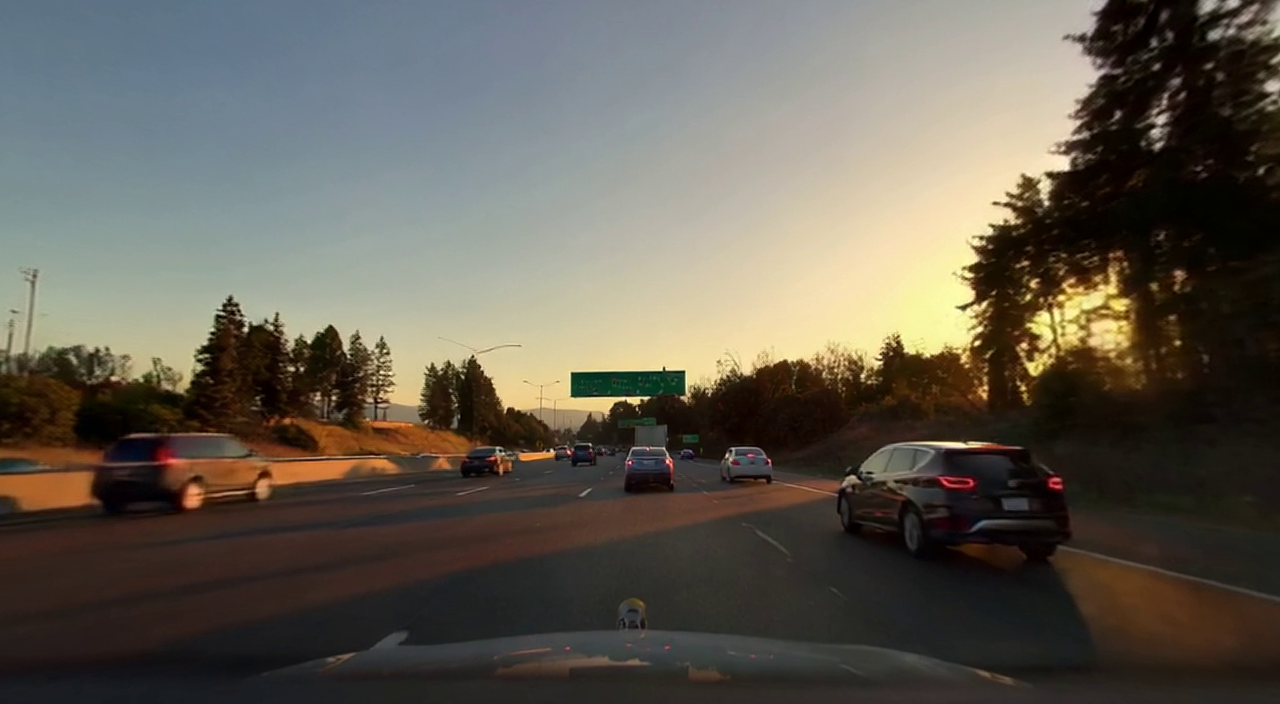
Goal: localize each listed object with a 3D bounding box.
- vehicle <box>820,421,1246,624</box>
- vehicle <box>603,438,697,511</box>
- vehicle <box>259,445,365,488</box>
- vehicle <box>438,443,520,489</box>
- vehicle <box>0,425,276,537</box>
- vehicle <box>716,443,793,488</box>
[{"bbox_3d":[3.584,1.595,6.856,2.044,1.523,3.947,0,-8,0],"label":"vehicle"},{"bbox_3d":[0.217,2.953,15.693,2.044,1.554,3.824,0,-8,0],"label":"vehicle"},{"bbox_3d":[-13.955,4.848,27.170,2.094,1.662,4.486,0,-8,0],"label":"vehicle"},{"bbox_3d":[-6.012,4.290,24.097,2.014,1.587,4.265,0,-8,0],"label":"vehicle"},{"bbox_3d":[-10.017,2.503,12.954,1.978,1.821,4.975,-1,-8,1],"label":"vehicle"},{"bbox_3d":[4.211,4.236,23.950,2.002,1.499,4.710,0,-8,-1],"label":"vehicle"}]
